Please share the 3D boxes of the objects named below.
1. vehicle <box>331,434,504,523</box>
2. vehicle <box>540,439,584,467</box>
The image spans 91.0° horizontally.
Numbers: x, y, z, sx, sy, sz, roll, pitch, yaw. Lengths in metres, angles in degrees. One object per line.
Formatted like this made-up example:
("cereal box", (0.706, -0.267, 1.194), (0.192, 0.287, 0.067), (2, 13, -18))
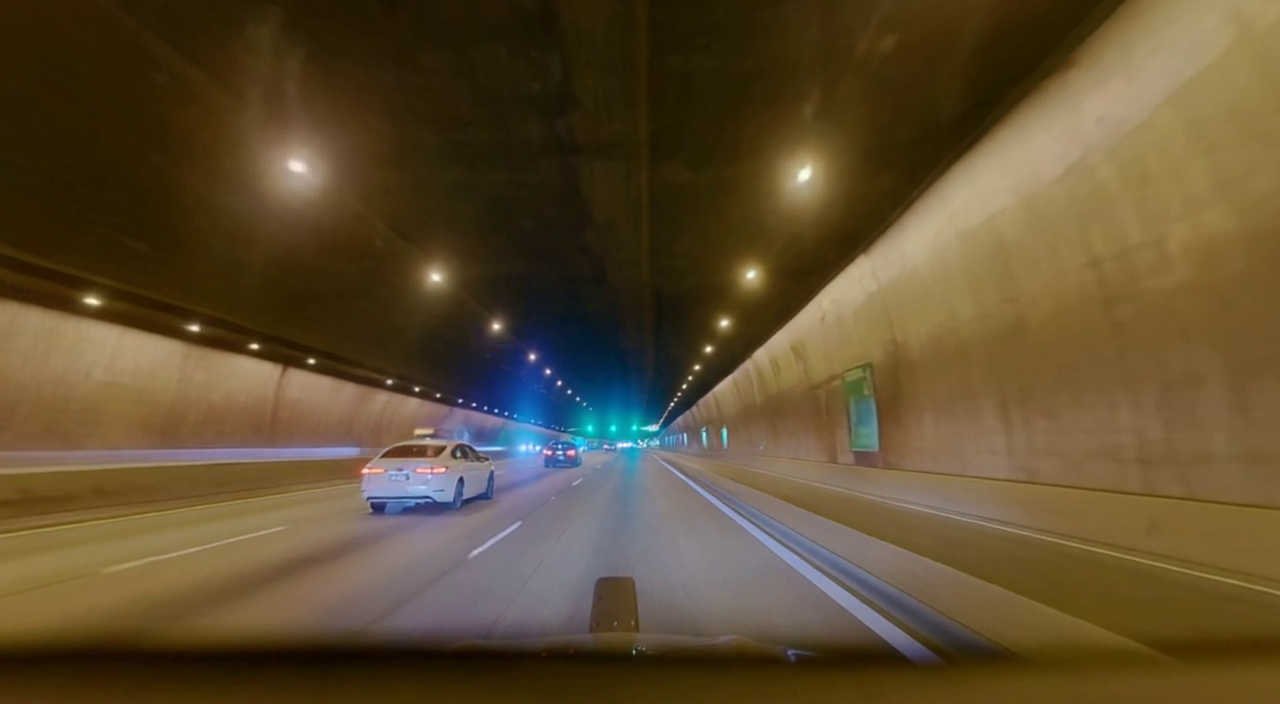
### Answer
("vehicle", (-4.109, 2.382, 12.474), (1.885, 1.424, 4.230), (0, -8, 0))
("vehicle", (-4.370, 5.731, 35.791), (1.973, 1.474, 4.199), (0, -8, 0))
